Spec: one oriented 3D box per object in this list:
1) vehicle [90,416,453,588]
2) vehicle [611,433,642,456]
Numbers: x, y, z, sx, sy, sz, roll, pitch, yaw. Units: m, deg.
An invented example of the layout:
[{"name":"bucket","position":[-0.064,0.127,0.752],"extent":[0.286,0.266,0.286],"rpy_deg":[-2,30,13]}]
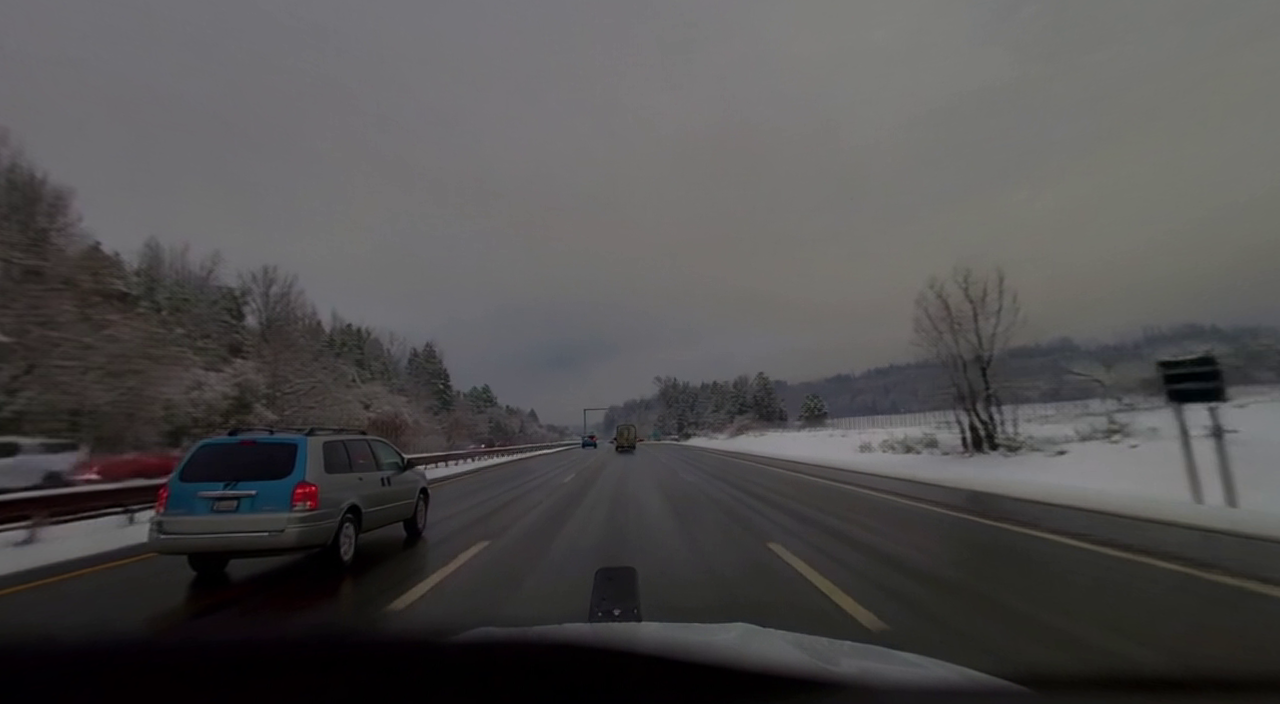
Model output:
[{"name":"vehicle","position":[-3.840,1.596,7.615],"extent":[1.931,1.483,4.105],"rpy_deg":[0,-8,-1]},{"name":"vehicle","position":[-0.952,6.872,46.771],"extent":[2.162,1.616,4.242],"rpy_deg":[0,-8,0]}]
